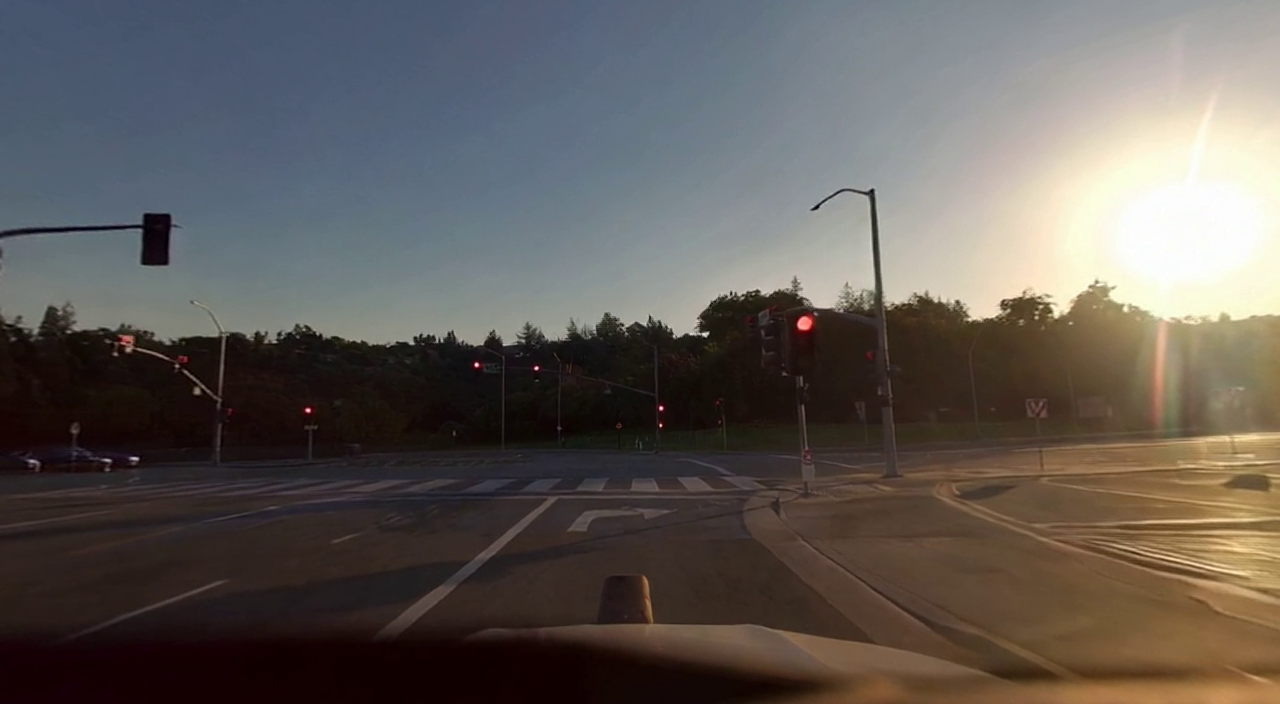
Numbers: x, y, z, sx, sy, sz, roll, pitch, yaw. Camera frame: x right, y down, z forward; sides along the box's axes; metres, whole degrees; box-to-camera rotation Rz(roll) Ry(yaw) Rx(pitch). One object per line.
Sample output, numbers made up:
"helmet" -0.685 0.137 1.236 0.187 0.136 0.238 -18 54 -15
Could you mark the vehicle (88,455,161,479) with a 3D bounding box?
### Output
"vehicle" -36.883 8.233 45.156 3.748 1.389 1.656 -2 -6 -2
